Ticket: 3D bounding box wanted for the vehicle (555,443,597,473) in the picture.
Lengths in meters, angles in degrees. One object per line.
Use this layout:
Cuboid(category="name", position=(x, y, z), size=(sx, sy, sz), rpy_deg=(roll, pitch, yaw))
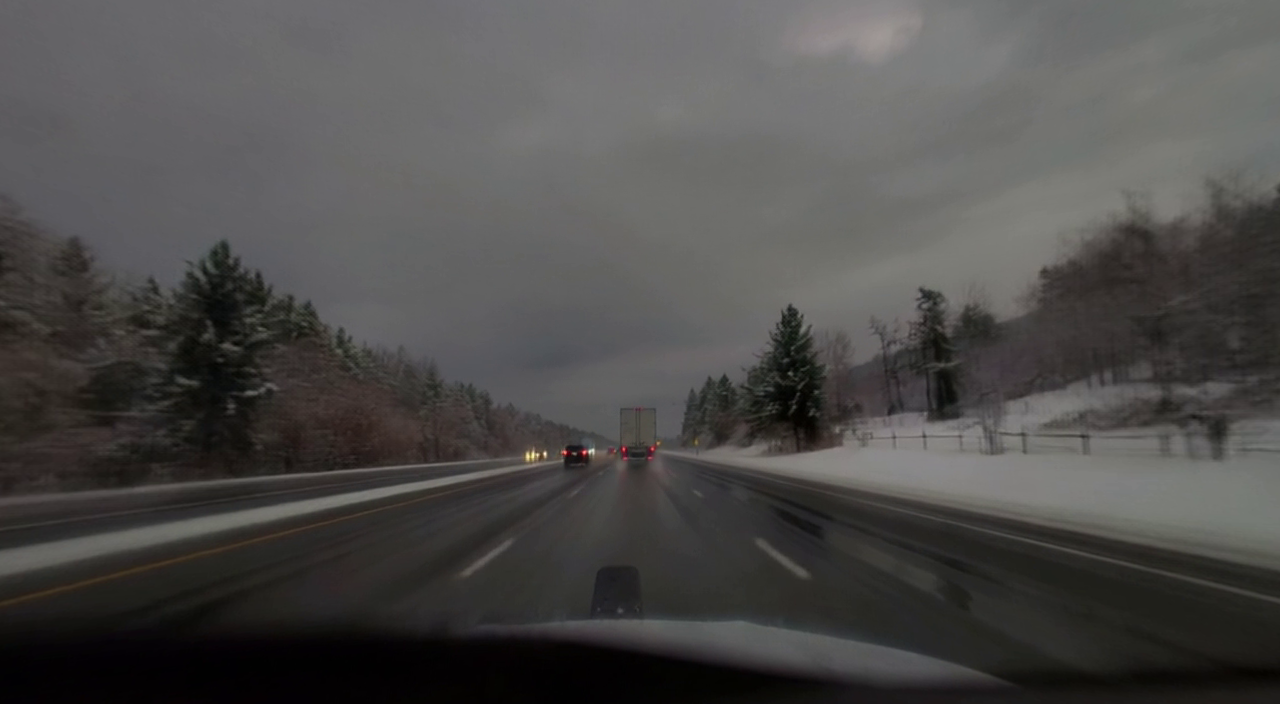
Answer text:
Cuboid(category="vehicle", position=(-3.762, 6.329, 37.572), size=(2.112, 1.645, 4.129), rpy_deg=(0, -9, -1))
